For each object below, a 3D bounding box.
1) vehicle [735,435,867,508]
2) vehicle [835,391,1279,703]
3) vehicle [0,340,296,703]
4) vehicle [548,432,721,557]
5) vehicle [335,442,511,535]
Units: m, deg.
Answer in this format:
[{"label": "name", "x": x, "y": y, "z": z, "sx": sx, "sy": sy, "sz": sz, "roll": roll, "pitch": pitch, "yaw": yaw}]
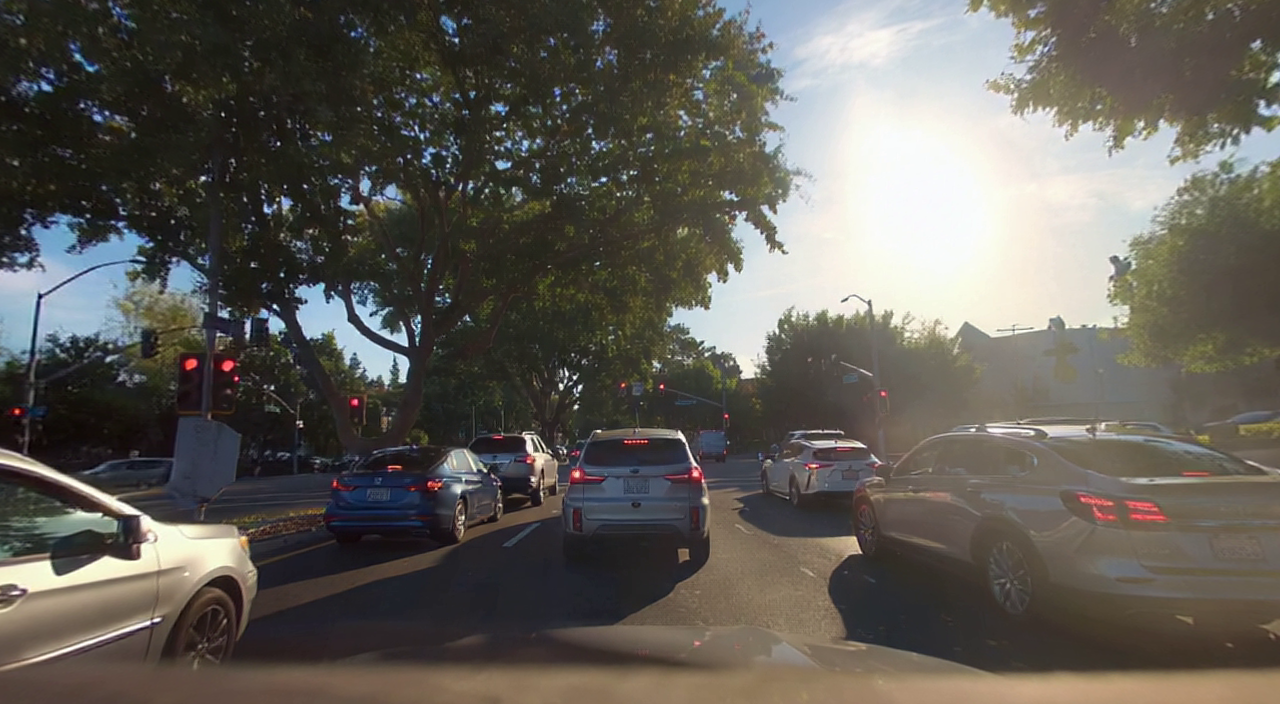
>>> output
[{"label": "vehicle", "x": 3.648, "y": 2.778, "z": 15.247, "sx": 1.922, "sy": 1.472, "sz": 4.440, "roll": 0, "pitch": -8, "yaw": -1}, {"label": "vehicle", "x": 3.385, "y": 1.310, "z": 5.428, "sx": 1.933, "sy": 1.564, "sz": 4.600, "roll": 0, "pitch": -8, "yaw": 0}, {"label": "vehicle", "x": -3.656, "y": 0.838, "z": 2.549, "sx": 2.047, "sy": 1.764, "sz": 4.369, "roll": 0, "pitch": -8, "yaw": 0}, {"label": "vehicle", "x": -0.079, "y": 2.003, "z": 9.602, "sx": 2.061, "sy": 1.470, "sz": 3.970, "roll": 0, "pitch": -8, "yaw": 0}, {"label": "vehicle", "x": -3.925, "y": 2.511, "z": 12.334, "sx": 1.919, "sy": 1.459, "sz": 4.371, "roll": 0, "pitch": -8, "yaw": -1}]
